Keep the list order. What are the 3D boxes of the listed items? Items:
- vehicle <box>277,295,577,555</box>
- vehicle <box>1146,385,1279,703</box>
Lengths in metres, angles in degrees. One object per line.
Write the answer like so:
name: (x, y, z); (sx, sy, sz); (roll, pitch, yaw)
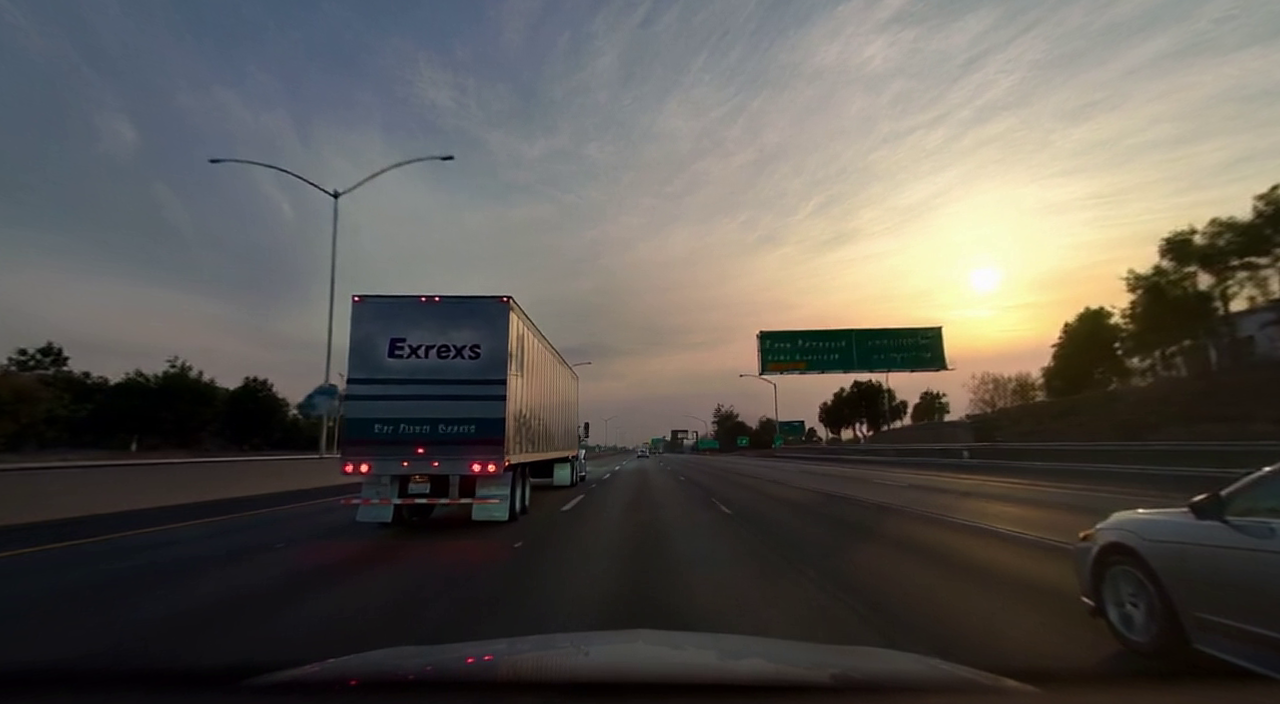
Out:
vehicle: (-3.206, 1.566, 12.578); (2.922, 3.458, 8.360); (0, -9, 1)
vehicle: (3.744, 0.666, 1.012); (2.044, 1.558, 4.577); (0, -9, 0)
